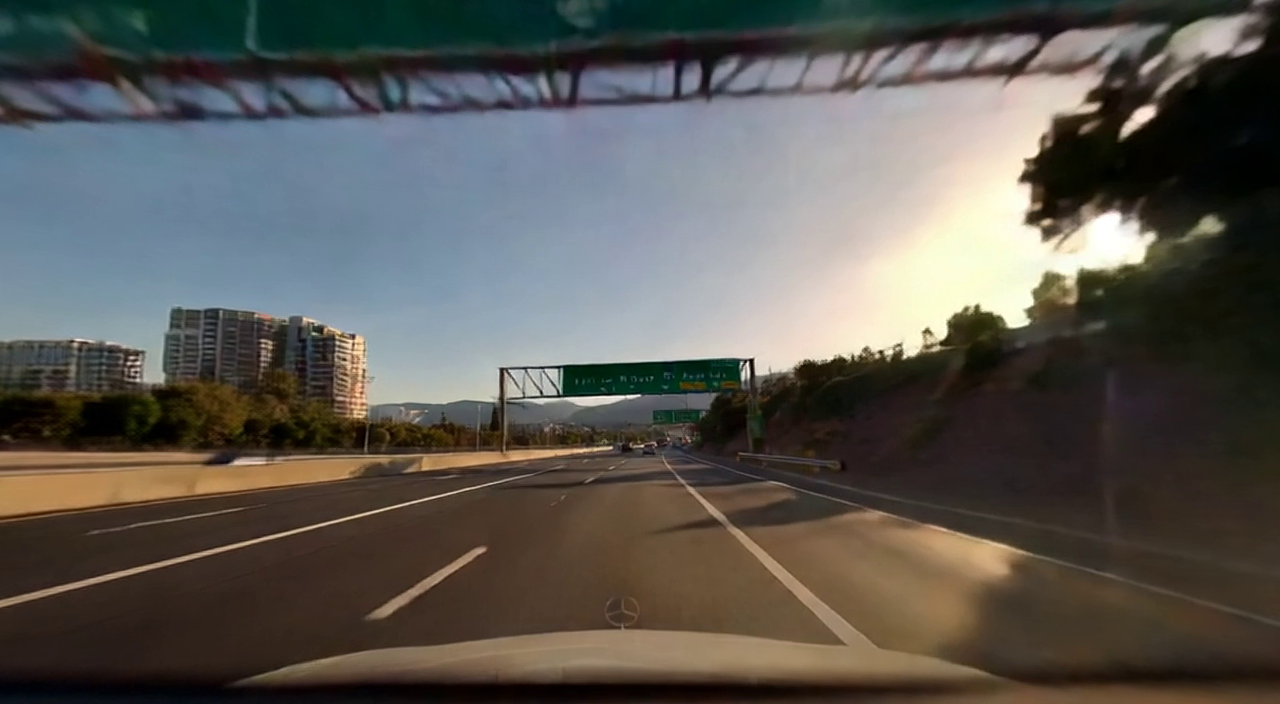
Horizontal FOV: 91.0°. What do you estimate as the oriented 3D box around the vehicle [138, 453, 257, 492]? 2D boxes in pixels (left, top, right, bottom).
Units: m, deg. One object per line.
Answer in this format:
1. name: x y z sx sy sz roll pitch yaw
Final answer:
1. vehicle: -20.185 5.471 29.052 1.899 1.557 4.767 -1 -9 2
